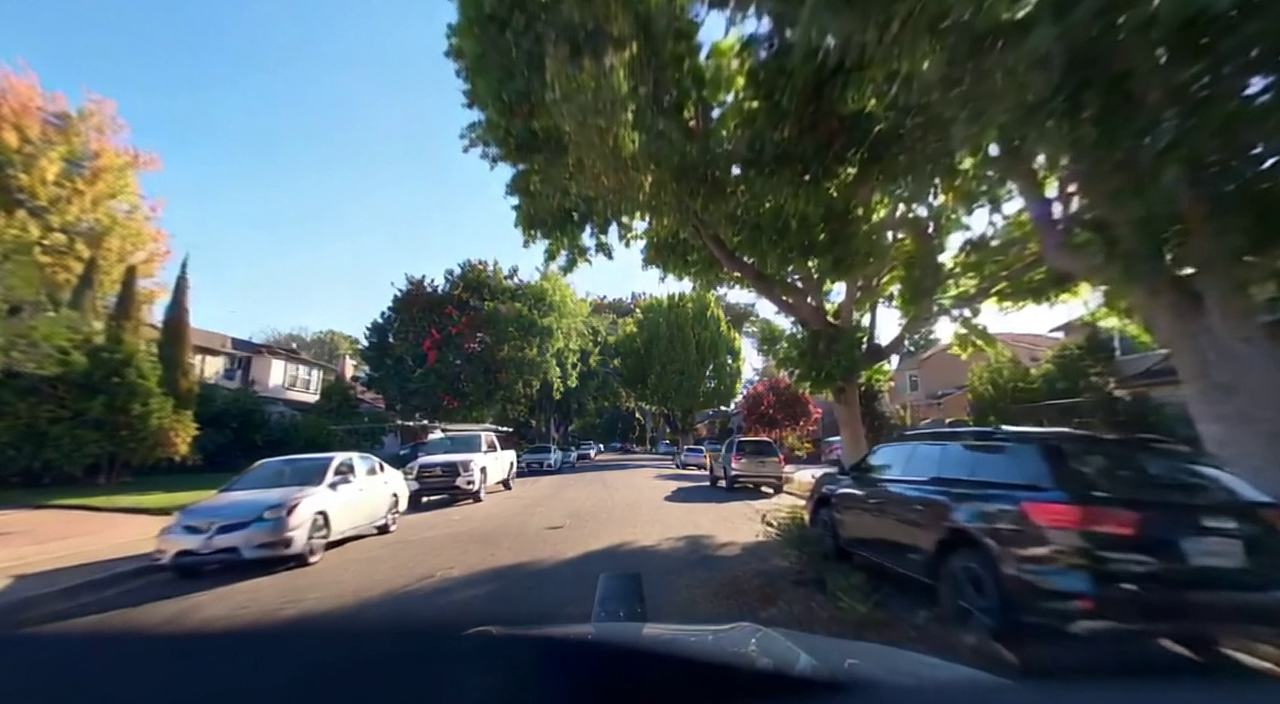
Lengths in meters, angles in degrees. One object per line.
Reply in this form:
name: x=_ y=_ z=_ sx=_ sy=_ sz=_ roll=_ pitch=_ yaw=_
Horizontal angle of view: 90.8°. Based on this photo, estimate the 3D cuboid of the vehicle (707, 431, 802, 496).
vehicle: x=3.431 y=3.448 z=19.852 sx=2.082 sy=1.790 sz=4.330 roll=1 pitch=-9 yaw=-1

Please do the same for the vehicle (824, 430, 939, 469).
vehicle: x=12.232 y=4.985 z=32.237 sx=5.043 sy=1.865 sz=2.026 roll=1 pitch=-9 yaw=-1

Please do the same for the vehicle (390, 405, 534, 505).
vehicle: x=-4.961 y=2.977 z=18.967 sx=2.476 sy=2.434 sz=6.543 roll=0 pitch=-7 yaw=-1

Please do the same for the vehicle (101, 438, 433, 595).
vehicle: x=-4.505 y=1.965 z=8.693 sx=2.031 sy=1.479 sz=4.497 roll=-1 pitch=-7 yaw=-3

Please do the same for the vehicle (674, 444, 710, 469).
vehicle: x=3.348 y=6.756 z=41.099 sx=1.945 sy=1.495 sz=3.983 roll=1 pitch=-9 yaw=-1

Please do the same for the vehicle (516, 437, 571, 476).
vehicle: x=-4.981 y=5.431 z=33.248 sx=2.140 sy=1.815 sz=4.926 roll=0 pitch=-7 yaw=-1
